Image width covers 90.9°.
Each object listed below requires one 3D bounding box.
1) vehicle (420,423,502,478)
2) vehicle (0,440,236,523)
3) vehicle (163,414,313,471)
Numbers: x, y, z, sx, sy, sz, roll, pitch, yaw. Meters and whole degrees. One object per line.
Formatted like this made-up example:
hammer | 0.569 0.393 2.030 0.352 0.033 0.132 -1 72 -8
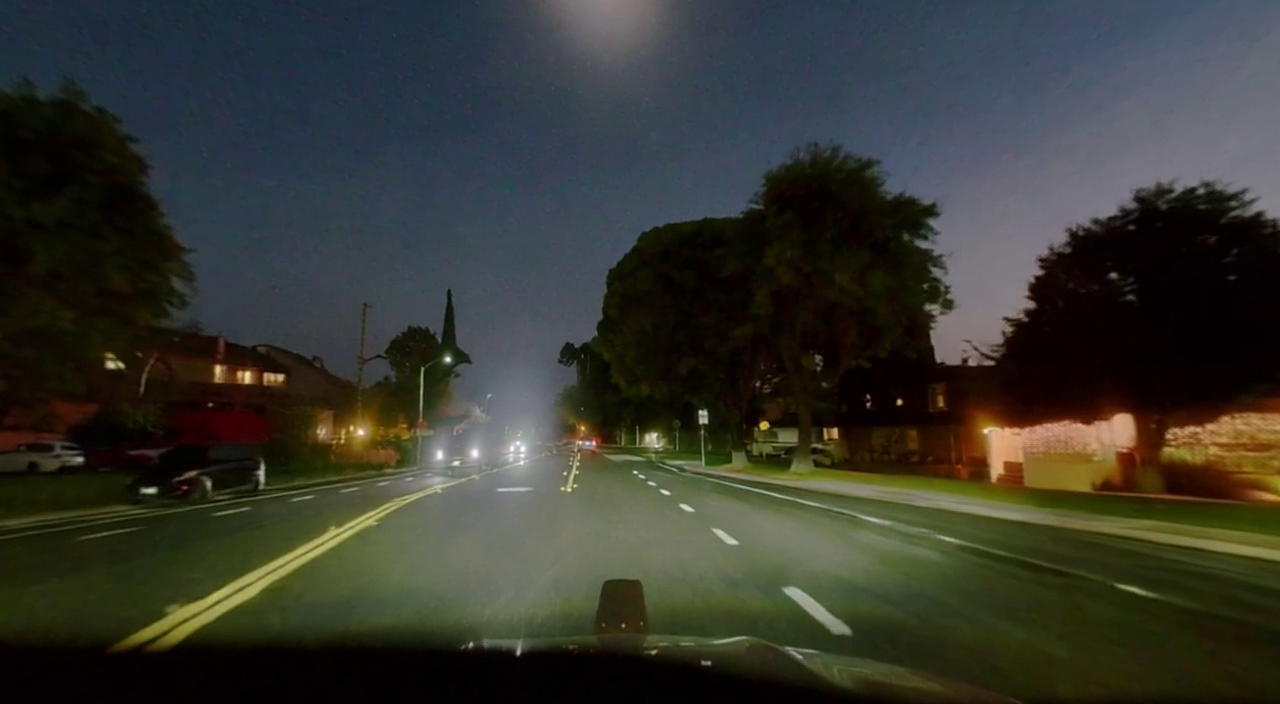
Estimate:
vehicle | -7.332 4.100 26.368 2.281 2.069 4.797 1 -8 -4
vehicle | -12.028 2.944 14.954 1.881 1.655 4.177 0 -8 3
vehicle | -20.757 4.705 32.690 6.474 2.781 2.364 -1 -9 10
